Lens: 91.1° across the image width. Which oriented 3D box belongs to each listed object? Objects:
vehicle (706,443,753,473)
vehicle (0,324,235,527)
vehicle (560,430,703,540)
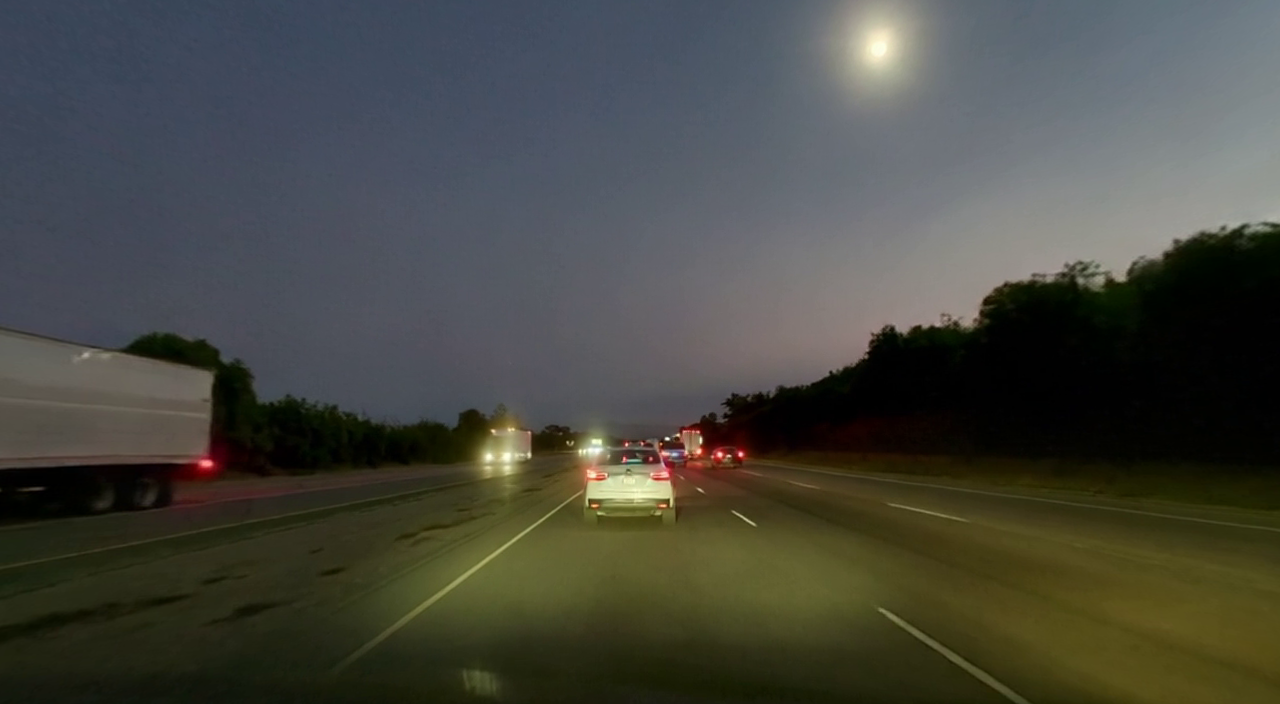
[{"bbox_3d":[4.787,5.763,34.304,1.931,1.516,3.995,0,-9,0],"label":"vehicle"},{"bbox_3d":[-13.663,1.476,12.438,2.747,3.857,13.057,0,-9,-1],"label":"vehicle"},{"bbox_3d":[-0.156,2.229,11.106,2.088,1.580,3.657,0,-9,-1],"label":"vehicle"}]
